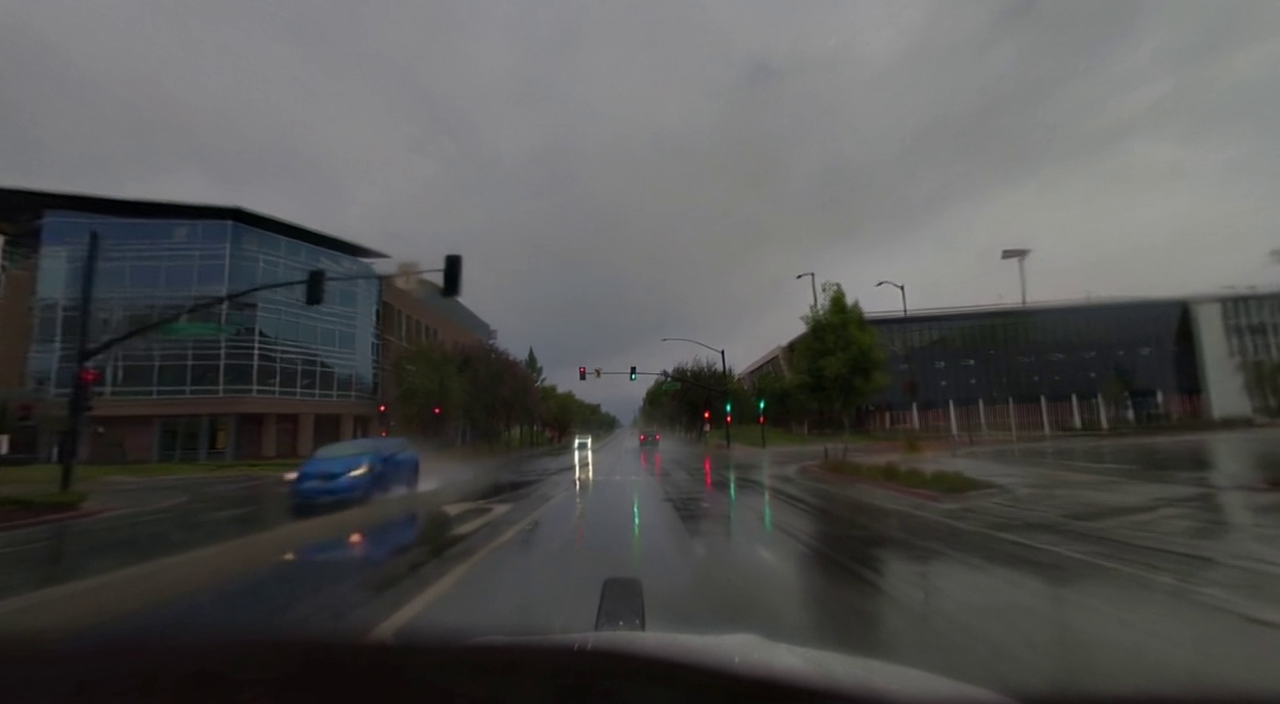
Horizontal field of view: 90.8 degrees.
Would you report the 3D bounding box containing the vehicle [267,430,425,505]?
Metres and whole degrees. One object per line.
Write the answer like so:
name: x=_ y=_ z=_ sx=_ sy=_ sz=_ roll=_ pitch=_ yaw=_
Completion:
vehicle: x=-7.526 y=2.987 z=16.755 sx=2.165 sy=1.685 sz=4.274 roll=0 pitch=-9 yaw=-1
